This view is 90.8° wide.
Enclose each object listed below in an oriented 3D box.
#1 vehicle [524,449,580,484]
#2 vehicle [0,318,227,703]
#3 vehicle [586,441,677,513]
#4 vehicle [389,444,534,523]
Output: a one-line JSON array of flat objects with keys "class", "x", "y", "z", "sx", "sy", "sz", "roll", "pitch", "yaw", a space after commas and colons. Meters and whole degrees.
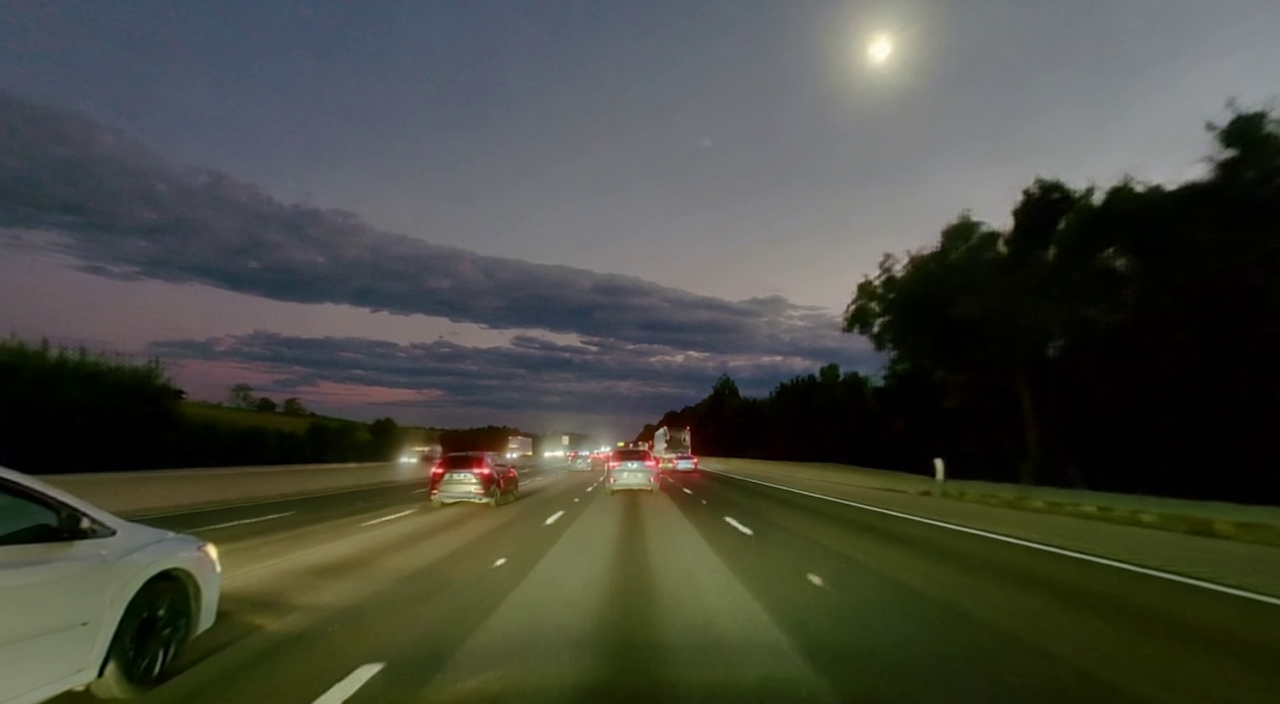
[{"class": "vehicle", "x": -4.044, "y": 5.327, "z": 29.666, "sx": 1.999, "sy": 1.484, "sz": 4.269, "roll": 0, "pitch": -9, "yaw": 1}, {"class": "vehicle", "x": -3.955, "y": 0.638, "z": 1.713, "sx": 2.243, "sy": 1.889, "sz": 4.949, "roll": 0, "pitch": -9, "yaw": 1}, {"class": "vehicle", "x": -0.187, "y": 3.046, "z": 15.737, "sx": 1.996, "sy": 1.574, "sz": 3.426, "roll": 0, "pitch": -9, "yaw": 0}, {"class": "vehicle", "x": -3.806, "y": 2.882, "z": 14.407, "sx": 1.988, "sy": 1.501, "sz": 4.438, "roll": 0, "pitch": -9, "yaw": 0}]
